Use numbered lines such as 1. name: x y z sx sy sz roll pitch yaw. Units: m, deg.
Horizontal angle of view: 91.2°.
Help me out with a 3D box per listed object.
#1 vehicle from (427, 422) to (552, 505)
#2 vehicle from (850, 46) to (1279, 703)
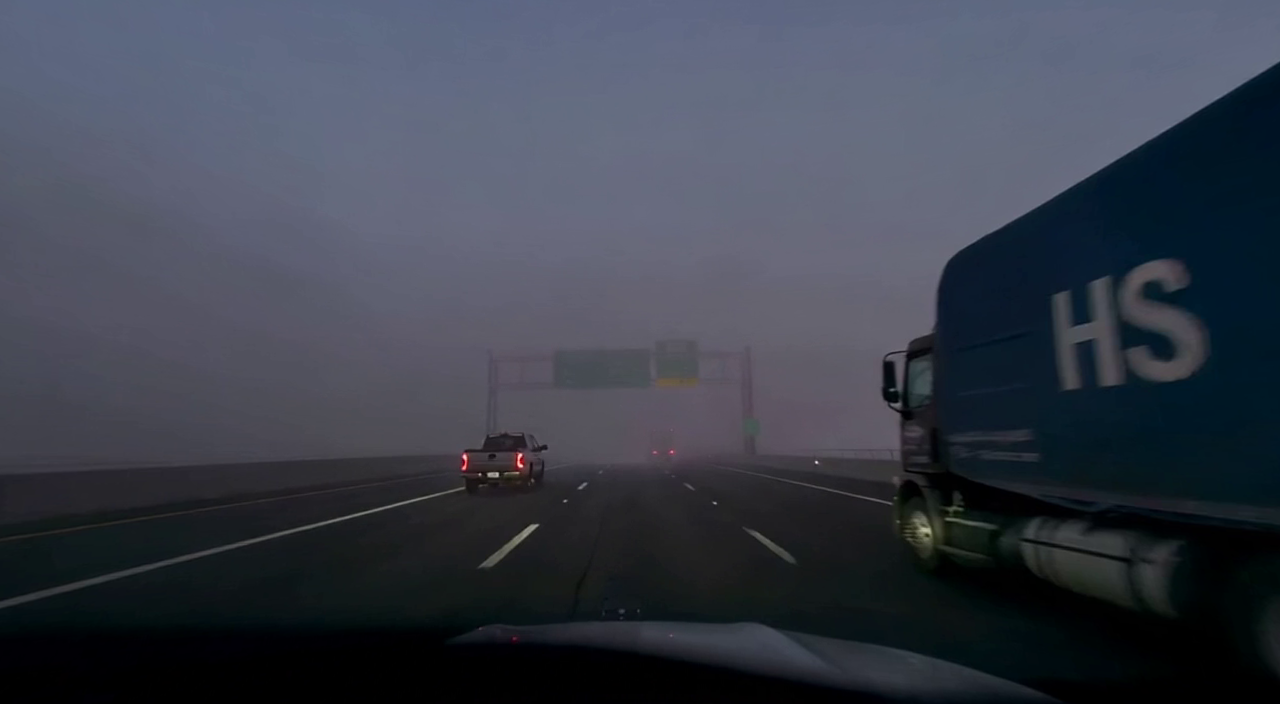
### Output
1. vehicle: -3.796 2.931 16.803 2.173 1.857 4.800 0 -9 0
2. vehicle: 3.966 0.349 3.483 2.731 2.879 7.845 0 -9 -1
